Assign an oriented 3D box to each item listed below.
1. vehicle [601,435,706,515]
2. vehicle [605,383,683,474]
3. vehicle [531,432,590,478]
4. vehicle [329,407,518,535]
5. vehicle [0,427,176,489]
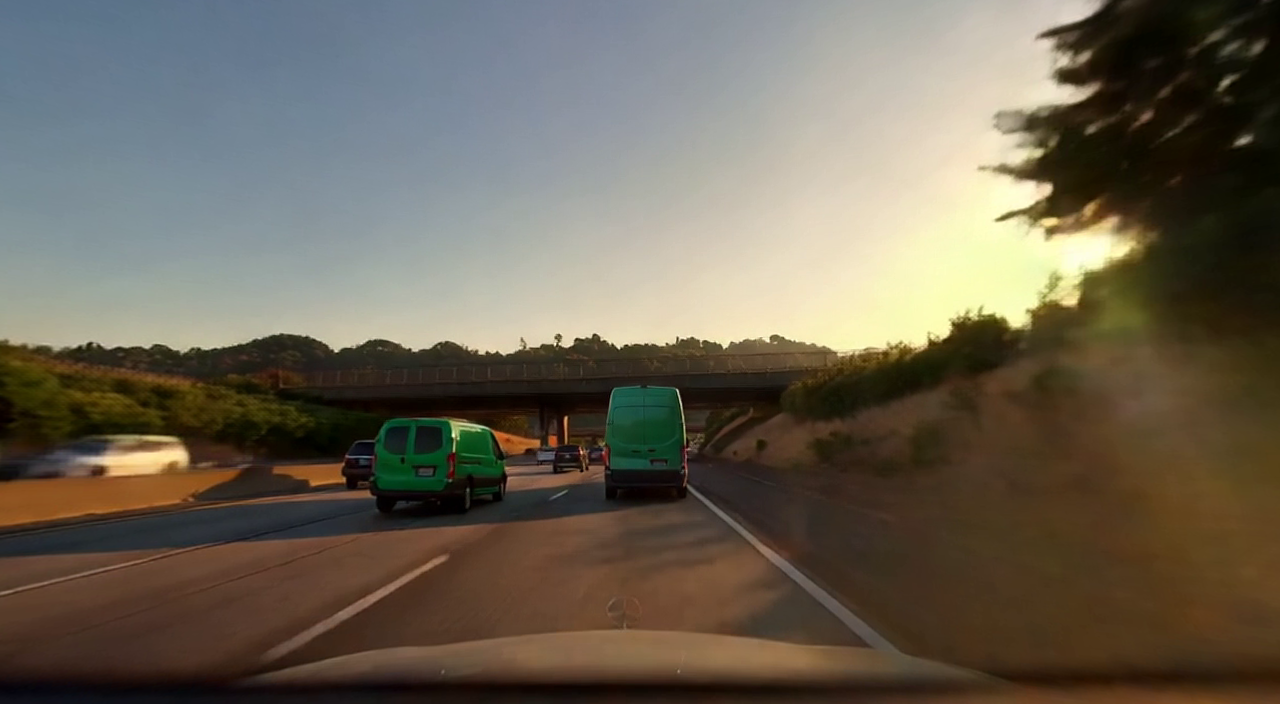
[{"bbox_3d":[0.251,2.634,13.832,1.991,1.507,3.391,0,-9,0],"label":"vehicle"},{"bbox_3d":[0.451,4.648,35.915,3.289,3.822,18.653,0,-9,2],"label":"vehicle"},{"bbox_3d":[-3.437,4.582,28.063,2.068,1.862,4.234,0,-9,0],"label":"vehicle"},{"bbox_3d":[-3.622,2.081,11.437,1.951,1.882,3.979,0,-9,0],"label":"vehicle"},{"bbox_3d":[-18.734,3.603,21.535,2.077,1.868,4.734,0,-9,0],"label":"vehicle"}]
